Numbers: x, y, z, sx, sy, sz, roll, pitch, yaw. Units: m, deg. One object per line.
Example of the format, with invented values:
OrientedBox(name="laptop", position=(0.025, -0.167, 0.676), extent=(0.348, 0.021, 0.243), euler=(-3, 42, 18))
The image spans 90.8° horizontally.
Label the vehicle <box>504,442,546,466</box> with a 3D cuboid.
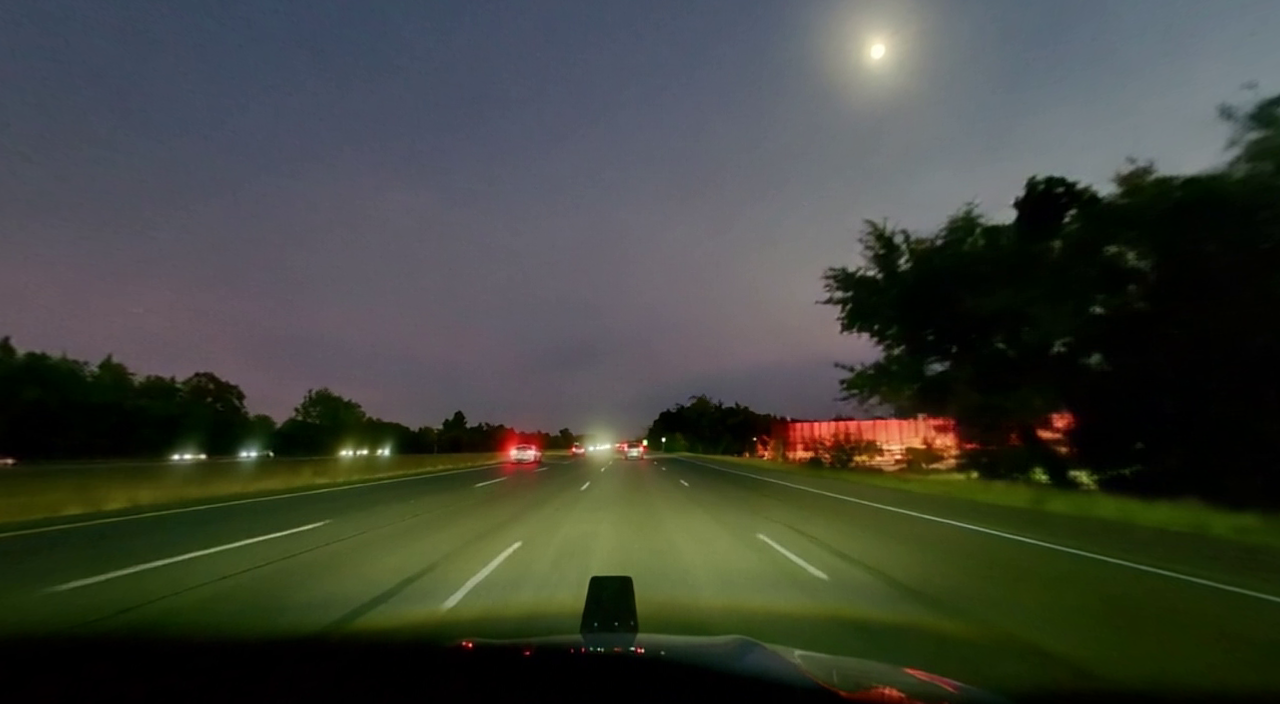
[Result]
OrientedBox(name="vehicle", position=(-7.847, 6.997, 43.456), extent=(1.991, 1.572, 4.314), euler=(0, -9, 0))
